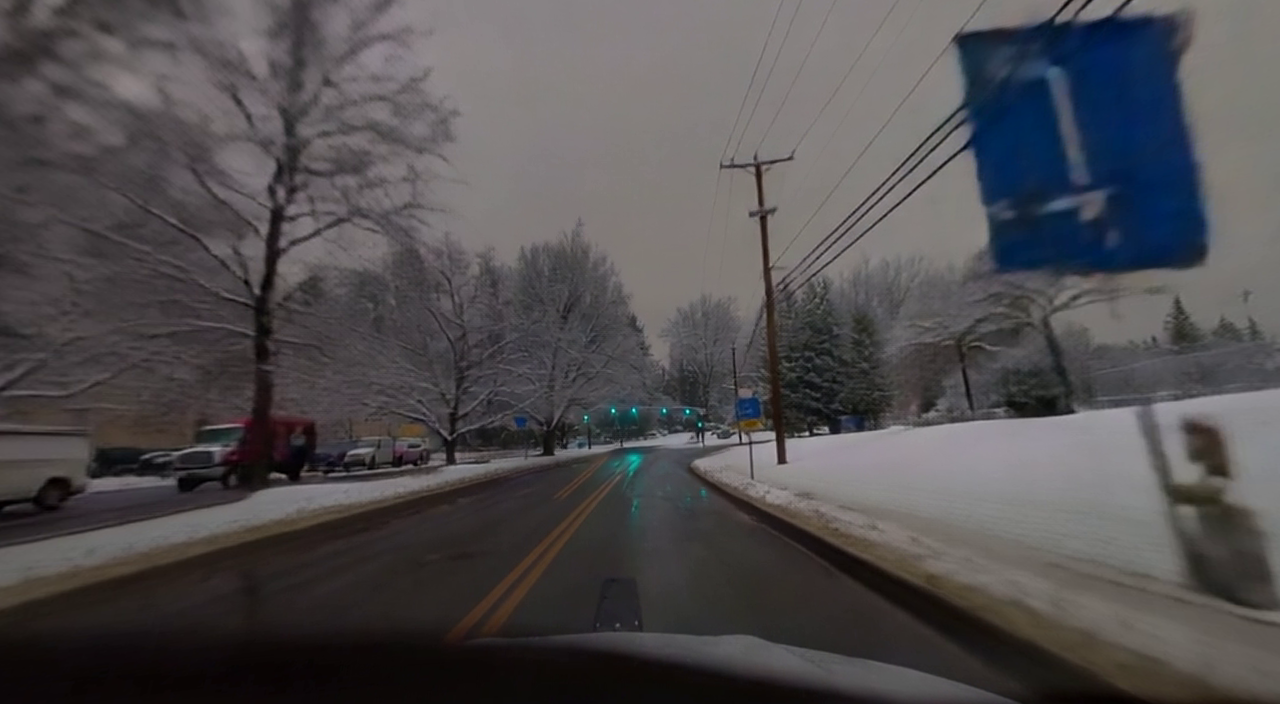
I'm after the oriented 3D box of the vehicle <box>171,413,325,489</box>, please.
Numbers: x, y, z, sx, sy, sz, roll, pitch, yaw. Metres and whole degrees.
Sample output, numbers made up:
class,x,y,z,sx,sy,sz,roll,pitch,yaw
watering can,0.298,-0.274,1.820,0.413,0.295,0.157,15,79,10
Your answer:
class,x,y,z,sx,sy,sz,roll,pitch,yaw
vehicle,-18.443,4.674,30.257,2.739,3.171,7.030,-1,-8,1

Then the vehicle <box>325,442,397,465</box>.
class,x,y,z,sx,sy,sz,roll,pitch,yaw
vehicle,-19.312,7.016,43.554,4.187,1.510,1.857,6,-11,-39

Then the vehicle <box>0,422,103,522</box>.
class,x,y,z,sx,sy,sz,roll,pitch,yaw
vehicle,-18.105,3.195,16.645,2.327,2.595,6.045,-1,-9,0
